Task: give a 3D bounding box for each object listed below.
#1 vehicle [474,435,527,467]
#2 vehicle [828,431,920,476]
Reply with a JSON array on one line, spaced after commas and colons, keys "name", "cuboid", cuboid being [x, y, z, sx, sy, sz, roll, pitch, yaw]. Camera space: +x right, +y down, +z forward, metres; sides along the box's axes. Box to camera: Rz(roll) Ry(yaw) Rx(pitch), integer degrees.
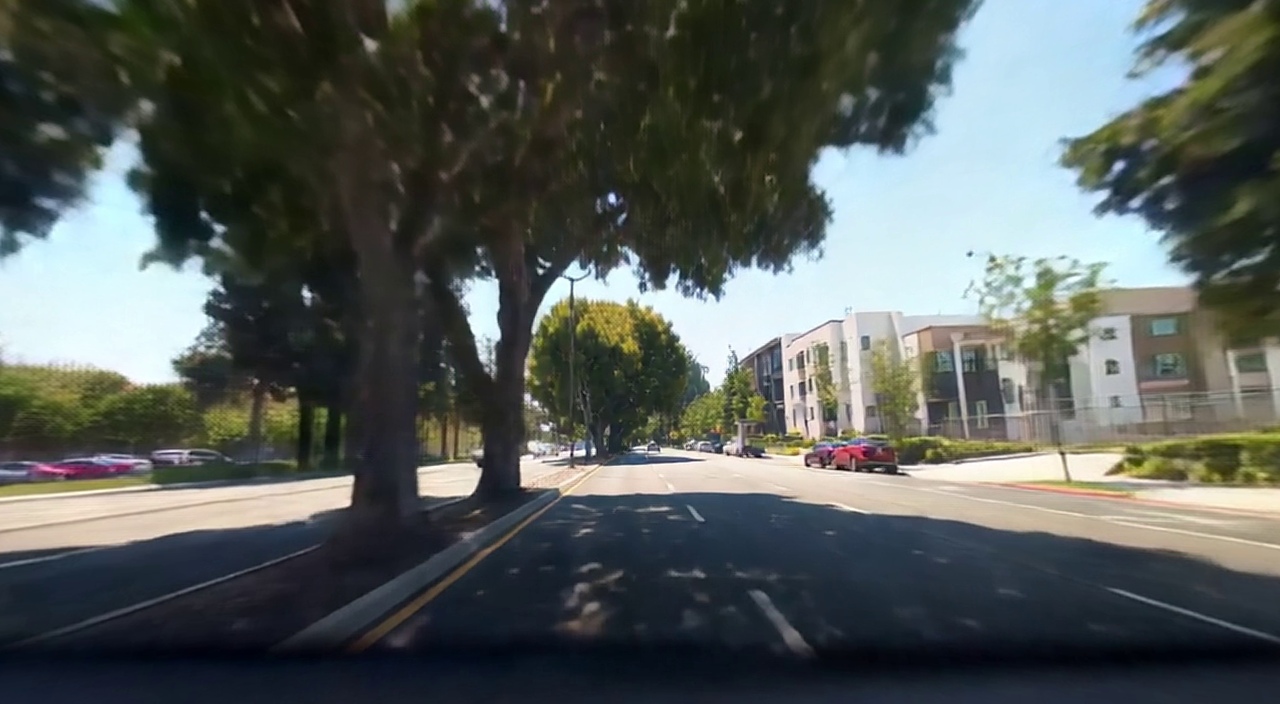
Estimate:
[{"name": "vehicle", "cuboid": [-8.833, 6.305, 40.377, 2.212, 1.904, 4.986, -1, -8, 1]}, {"name": "vehicle", "cuboid": [10.180, 4.455, 27.954, 2.043, 1.761, 5.022, 0, -8, -1]}]
